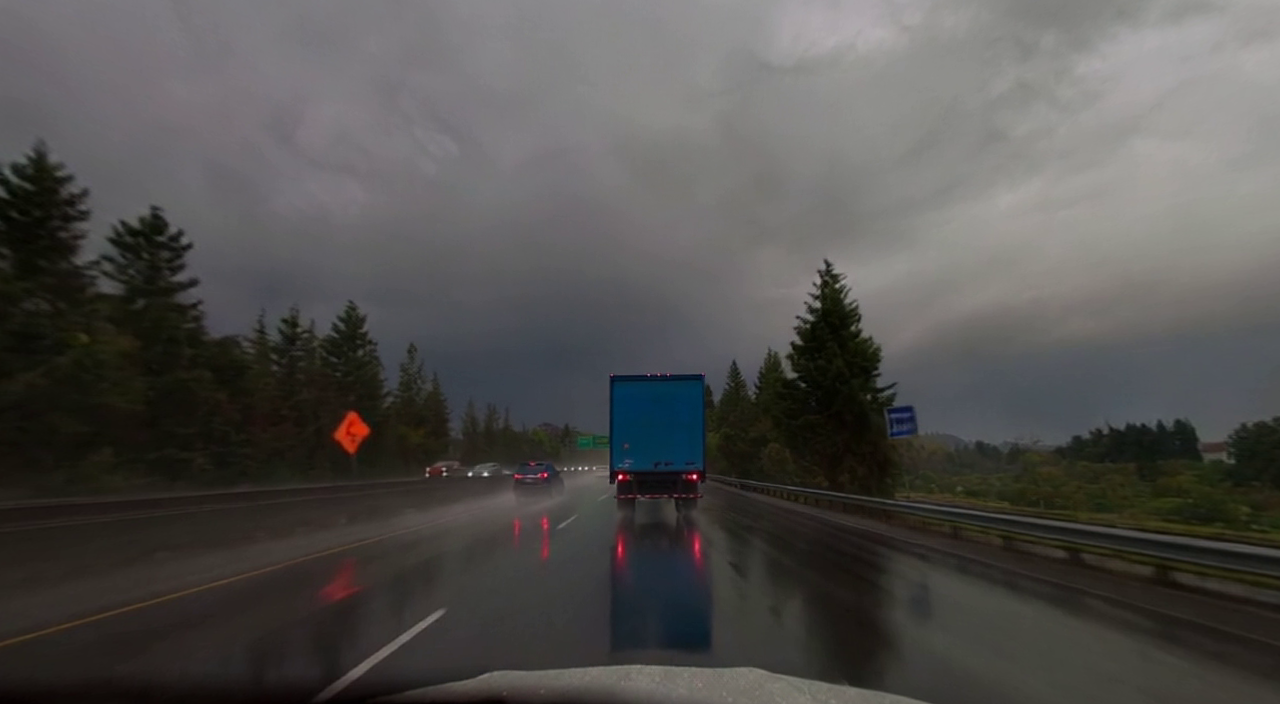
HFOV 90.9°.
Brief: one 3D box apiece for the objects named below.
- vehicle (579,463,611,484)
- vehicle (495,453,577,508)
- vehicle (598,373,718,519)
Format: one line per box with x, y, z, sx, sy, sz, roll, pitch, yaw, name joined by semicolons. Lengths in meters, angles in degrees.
-3.400;9.336;48.488;2.079;1.506;4.821;0;-10;1;vehicle
-3.496;4.450;22.056;2.076;1.691;4.555;1;-10;0;vehicle
0.396;3.230;20.869;3.008;3.678;9.512;1;-10;-1;vehicle
